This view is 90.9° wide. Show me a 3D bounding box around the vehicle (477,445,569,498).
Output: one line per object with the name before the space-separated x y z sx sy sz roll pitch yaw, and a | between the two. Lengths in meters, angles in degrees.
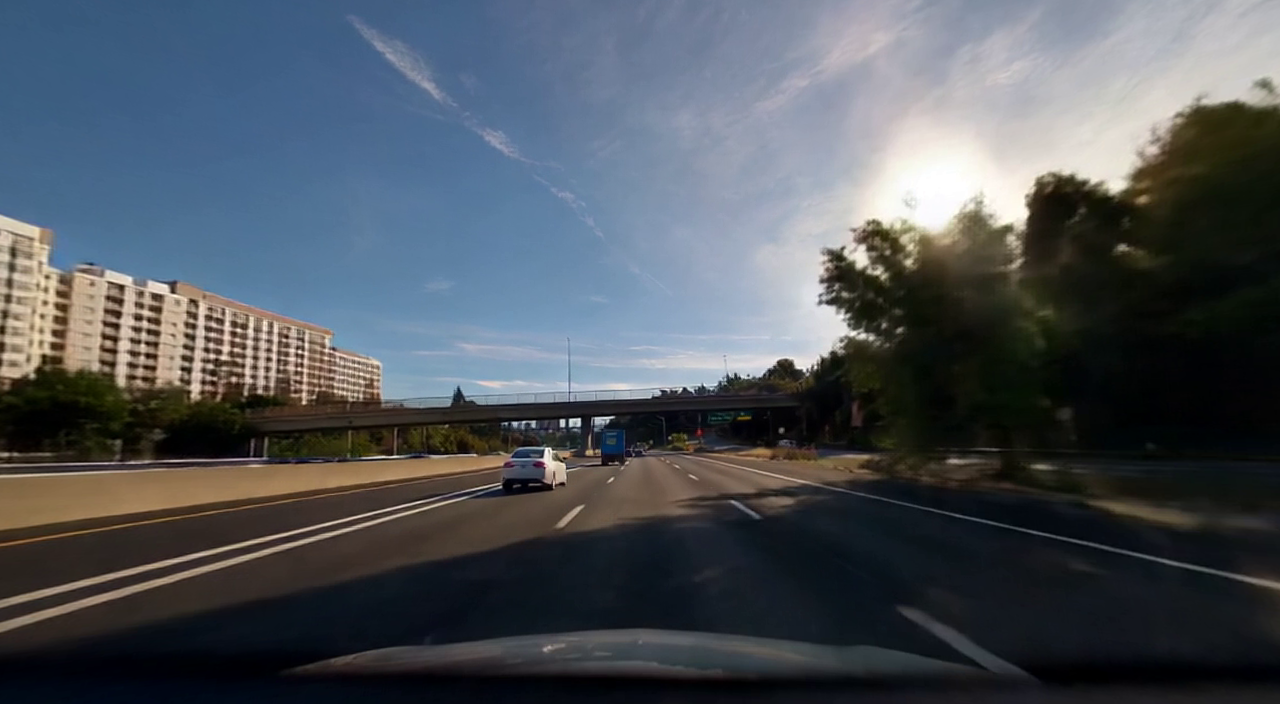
vehicle | -3.616 3.786 20.338 2.039 1.478 4.483 0 -9 1
